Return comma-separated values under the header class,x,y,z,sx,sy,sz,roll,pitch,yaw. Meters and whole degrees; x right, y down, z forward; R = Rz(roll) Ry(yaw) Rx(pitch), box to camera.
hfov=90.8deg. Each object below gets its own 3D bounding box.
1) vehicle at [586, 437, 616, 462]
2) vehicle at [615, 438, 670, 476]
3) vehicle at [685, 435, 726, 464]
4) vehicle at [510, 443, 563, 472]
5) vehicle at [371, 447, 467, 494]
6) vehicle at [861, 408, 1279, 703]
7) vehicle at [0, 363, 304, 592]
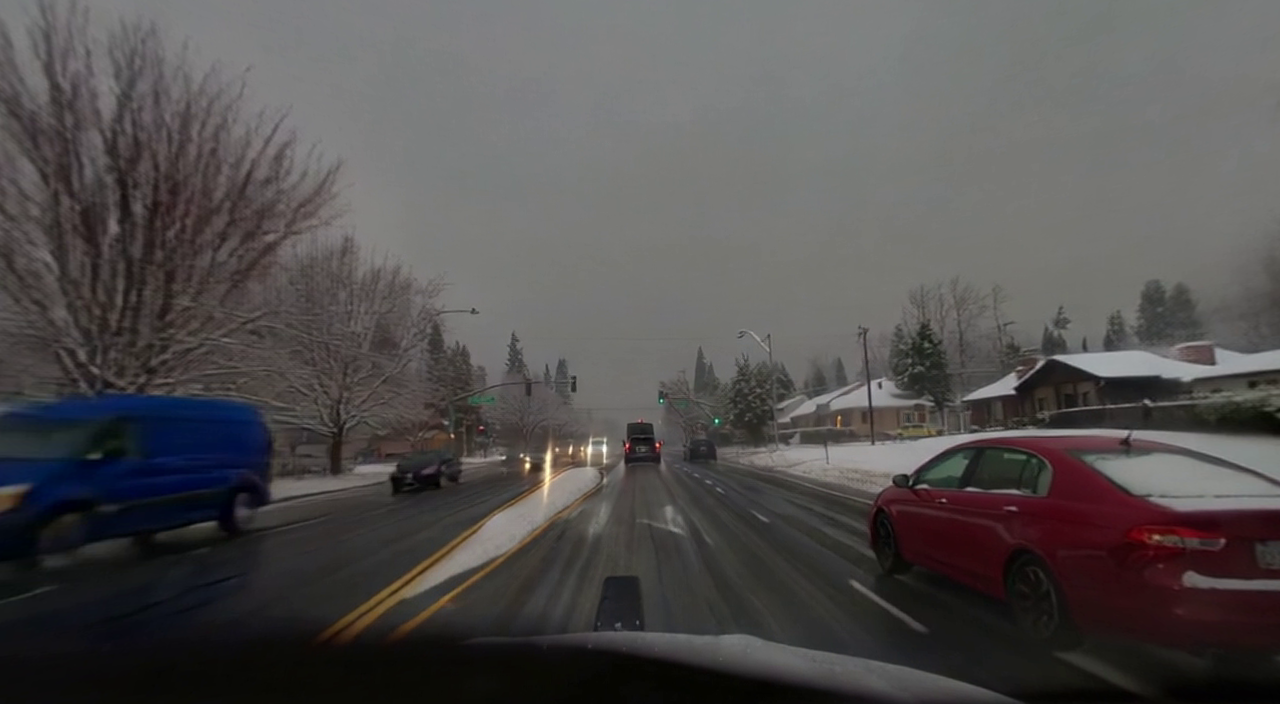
class,x,y,z,sx,sy,sz,roll,pitch,yaw
vehicle,-2.848,7.301,47.268,2.083,1.741,5.530,0,-8,-1
vehicle,0.087,4.391,26.683,2.114,1.483,4.207,0,-8,0
vehicle,4.300,6.490,42.183,2.187,1.847,4.553,0,-8,-1
vehicle,-5.710,5.844,35.396,2.193,1.502,4.913,0,-8,-1
vehicle,-7.579,4.082,22.194,2.070,1.454,4.400,0,-8,-4
vehicle,3.523,1.286,4.938,1.973,1.447,4.402,0,-8,0
vehicle,-8.079,1.812,10.032,2.383,2.558,5.821,0,-8,-2
